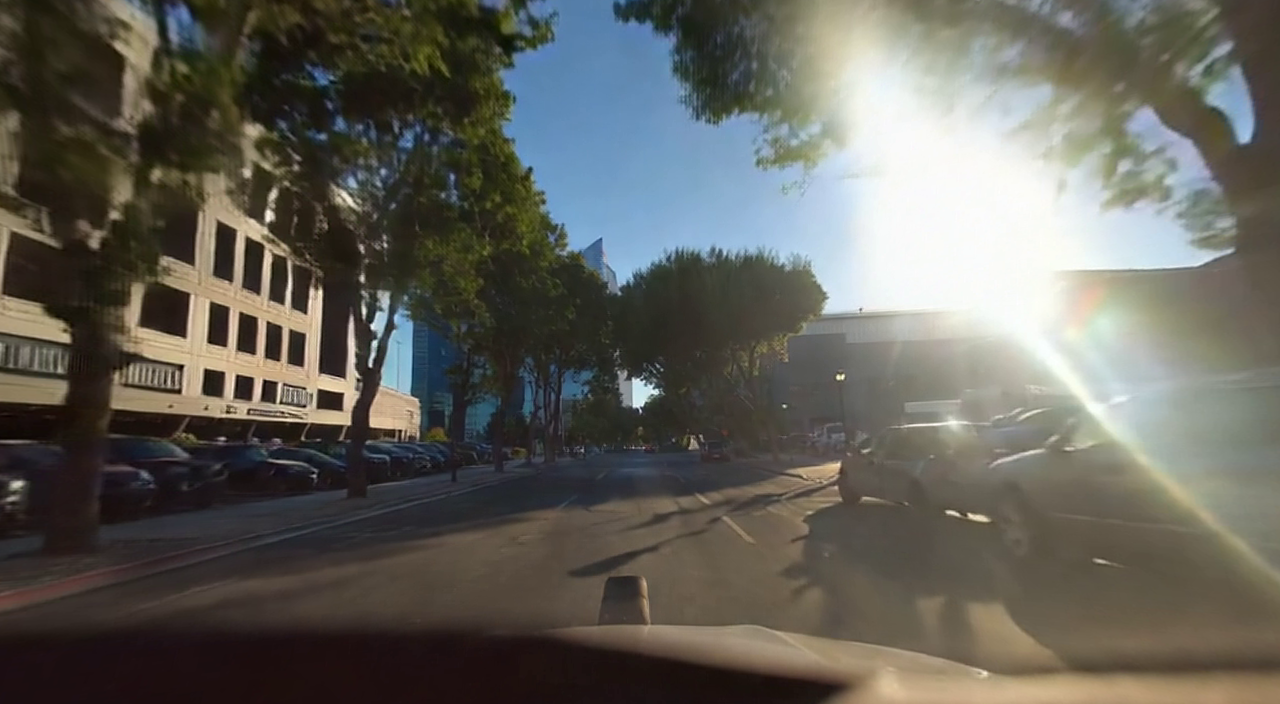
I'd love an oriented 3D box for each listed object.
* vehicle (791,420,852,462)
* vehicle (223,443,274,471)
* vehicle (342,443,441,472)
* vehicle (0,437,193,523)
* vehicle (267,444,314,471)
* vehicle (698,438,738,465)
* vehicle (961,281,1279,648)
[{"bbox_3d":[13.140,6.551,46.156,2.935,2.889,5.499,0,-9,1],"label":"vehicle"},{"bbox_3d":[-27.385,7.334,44.275,2.026,1.723,4.322,3,-8,-19],"label":"vehicle"},{"bbox_3d":[-14.624,6.236,37.381,4.954,1.614,2.227,0,-9,-5],"label":"vehicle"},{"bbox_3d":[-13.039,2.740,13.811,4.831,1.700,2.111,0,-9,0],"label":"vehicle"},{"bbox_3d":[-24.742,7.470,44.835,2.026,1.723,4.633,4,-9,-19],"label":"vehicle"},{"bbox_3d":[5.978,7.683,48.843,2.338,1.942,5.267,0,-9,-1],"label":"vehicle"},{"bbox_3d":[5.732,0.946,5.474,2.596,2.509,6.178,0,-9,0],"label":"vehicle"}]
